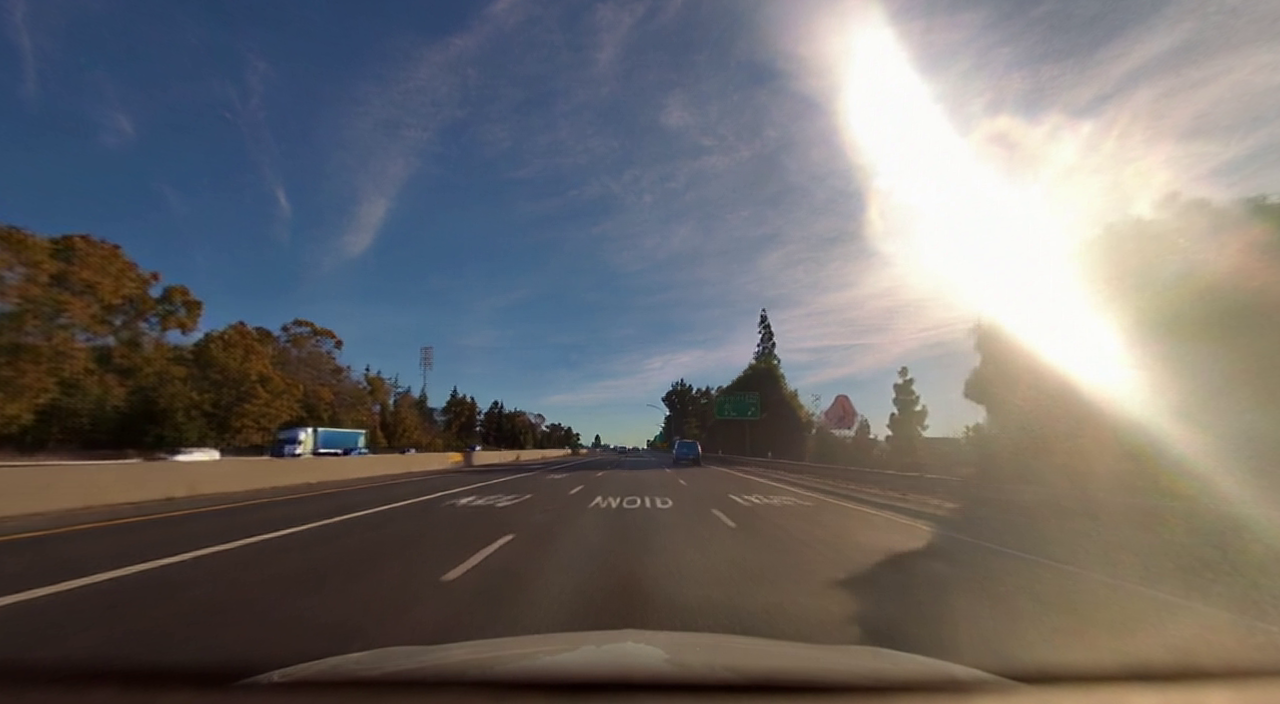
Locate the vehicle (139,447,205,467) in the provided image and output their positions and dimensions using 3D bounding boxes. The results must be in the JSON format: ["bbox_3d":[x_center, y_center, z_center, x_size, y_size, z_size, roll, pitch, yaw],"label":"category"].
[{"bbox_3d":[-36.801,8.245,49.712,1.826,1.471,4.419,0,-9,0],"label":"vehicle"}]
